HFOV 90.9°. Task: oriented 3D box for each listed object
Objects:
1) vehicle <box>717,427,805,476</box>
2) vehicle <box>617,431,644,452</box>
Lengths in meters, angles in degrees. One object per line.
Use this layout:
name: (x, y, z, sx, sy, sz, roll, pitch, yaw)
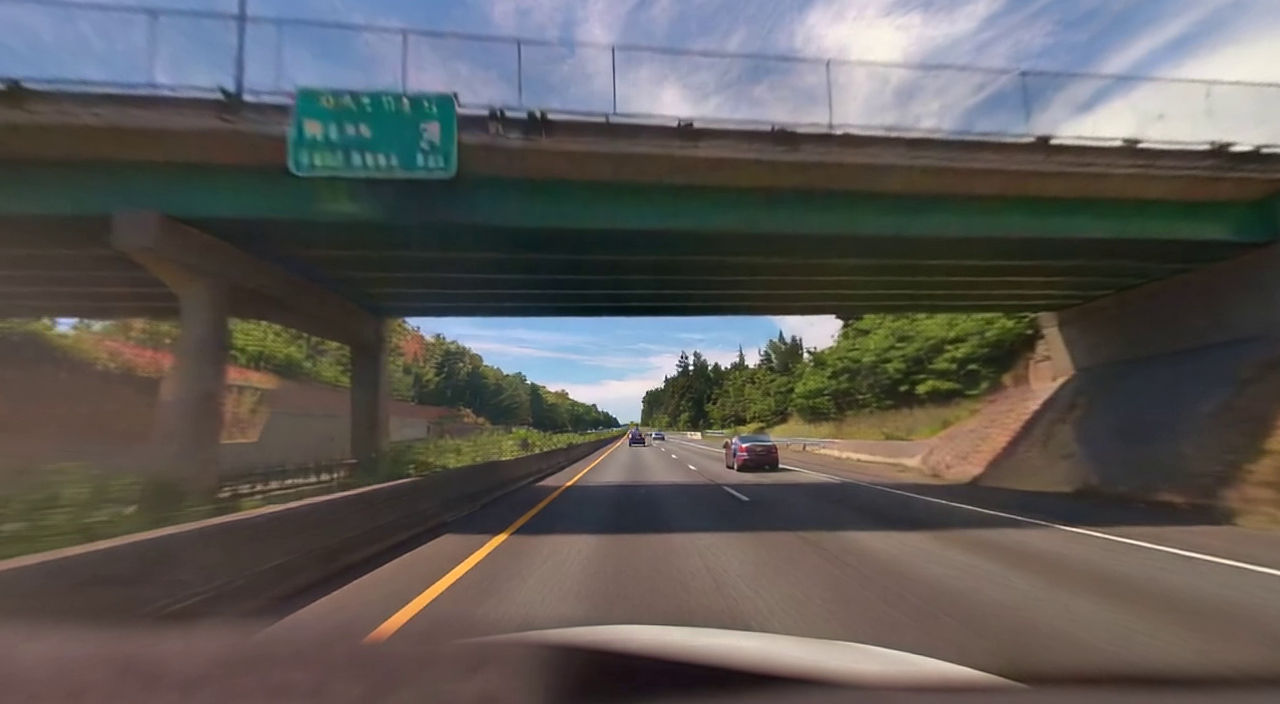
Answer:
vehicle: (4.037, 3.384, 21.758, 2.010, 1.526, 4.438, 0, -8, -2)
vehicle: (-0.731, 6.926, 48.885, 1.998, 1.492, 3.878, 0, -8, 0)
